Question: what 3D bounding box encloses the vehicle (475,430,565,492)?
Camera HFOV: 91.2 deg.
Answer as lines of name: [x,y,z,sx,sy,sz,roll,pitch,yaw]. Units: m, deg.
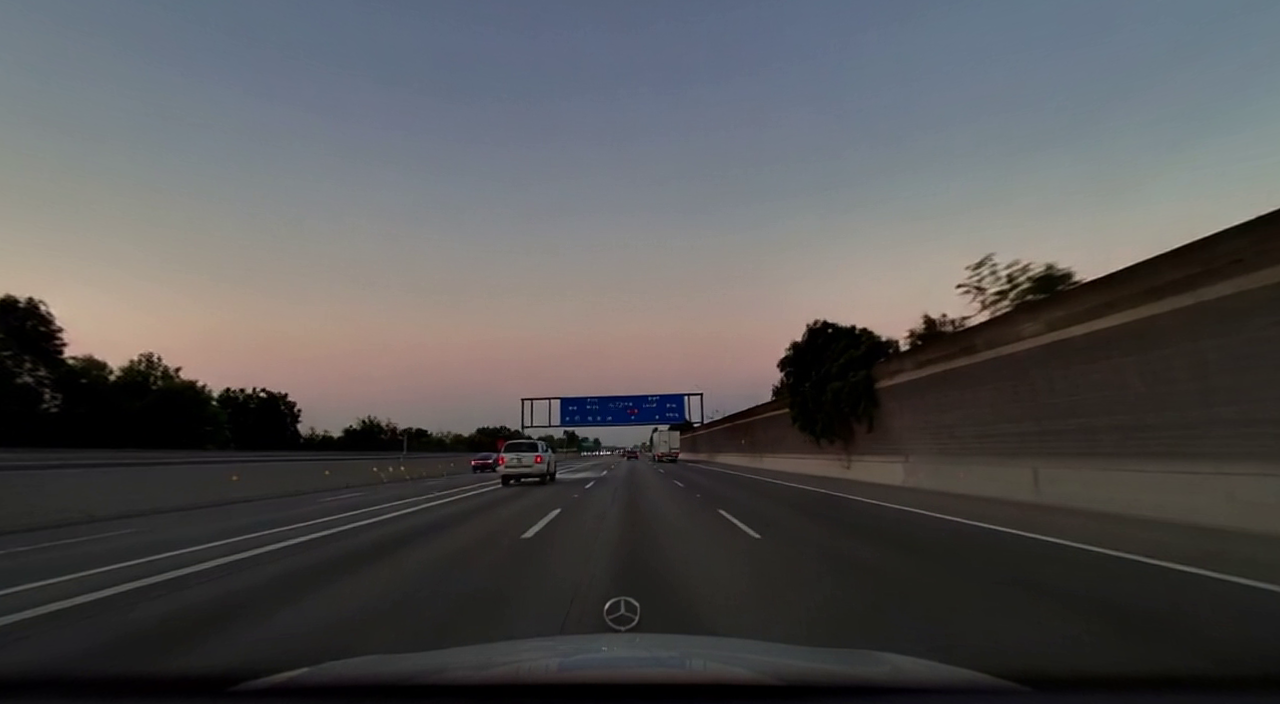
vehicle: [-3.961,3.715,21.630,2.173,1.857,4.800,0,-9,0]
